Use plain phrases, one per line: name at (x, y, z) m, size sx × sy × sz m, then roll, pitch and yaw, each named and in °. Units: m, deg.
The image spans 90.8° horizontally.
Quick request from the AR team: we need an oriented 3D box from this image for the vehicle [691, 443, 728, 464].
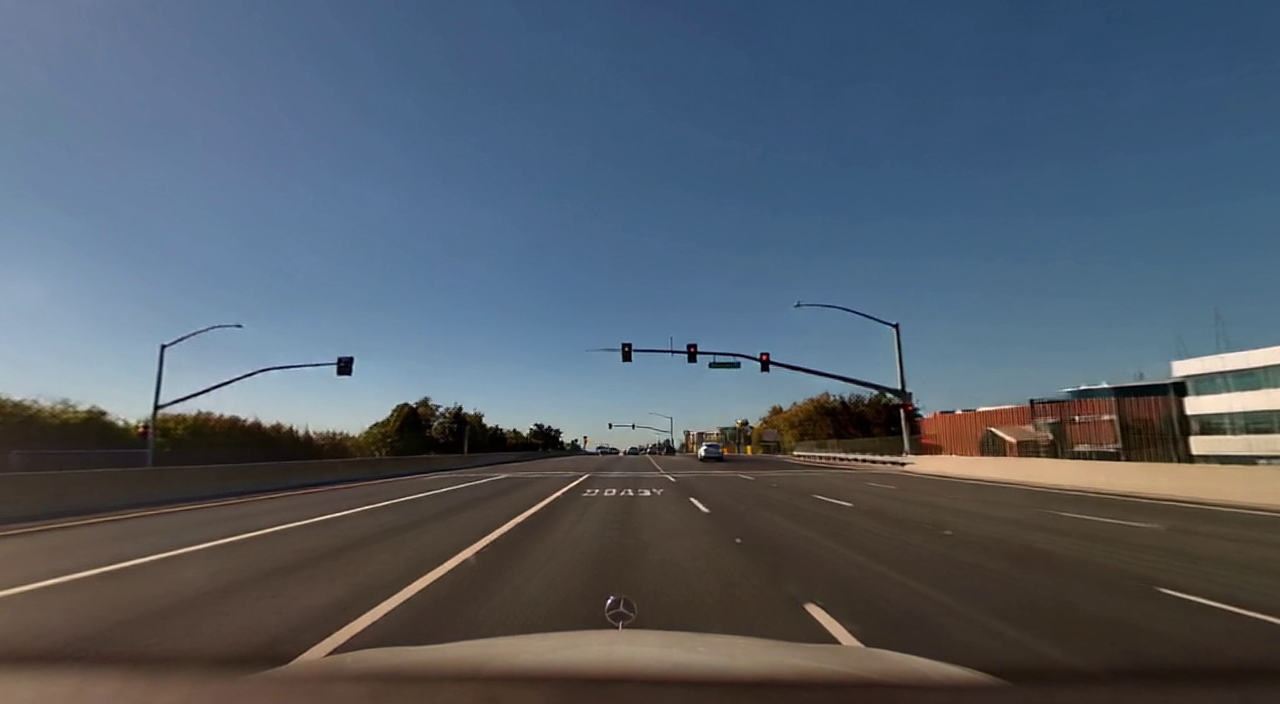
vehicle at (5.200, 7.691, 48.090) m, size 2.187 × 1.475 × 4.529 m, roll 0°, pitch -9°, yaw -1°
